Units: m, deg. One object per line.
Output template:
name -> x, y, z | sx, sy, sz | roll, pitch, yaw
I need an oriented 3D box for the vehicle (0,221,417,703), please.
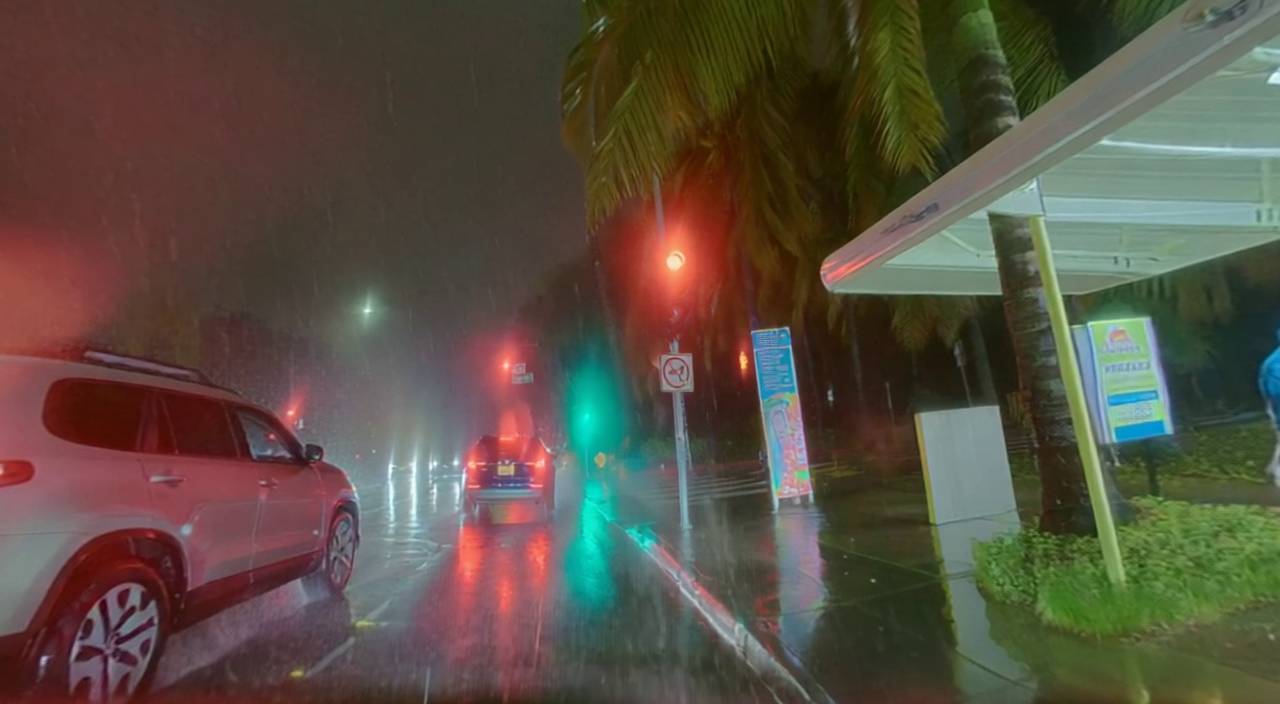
vehicle -> -2.765, 0.910, 3.222 | 2.098, 1.851, 4.571 | 1, -9, -7

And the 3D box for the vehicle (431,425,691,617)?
vehicle -> -1.015, 1.652, 7.236 | 2.065, 1.467, 4.289 | 2, -9, -11

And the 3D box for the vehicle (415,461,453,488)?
vehicle -> -14.624, 8.683, 44.984 | 1.964, 1.642, 4.085 | 1, -9, -10
